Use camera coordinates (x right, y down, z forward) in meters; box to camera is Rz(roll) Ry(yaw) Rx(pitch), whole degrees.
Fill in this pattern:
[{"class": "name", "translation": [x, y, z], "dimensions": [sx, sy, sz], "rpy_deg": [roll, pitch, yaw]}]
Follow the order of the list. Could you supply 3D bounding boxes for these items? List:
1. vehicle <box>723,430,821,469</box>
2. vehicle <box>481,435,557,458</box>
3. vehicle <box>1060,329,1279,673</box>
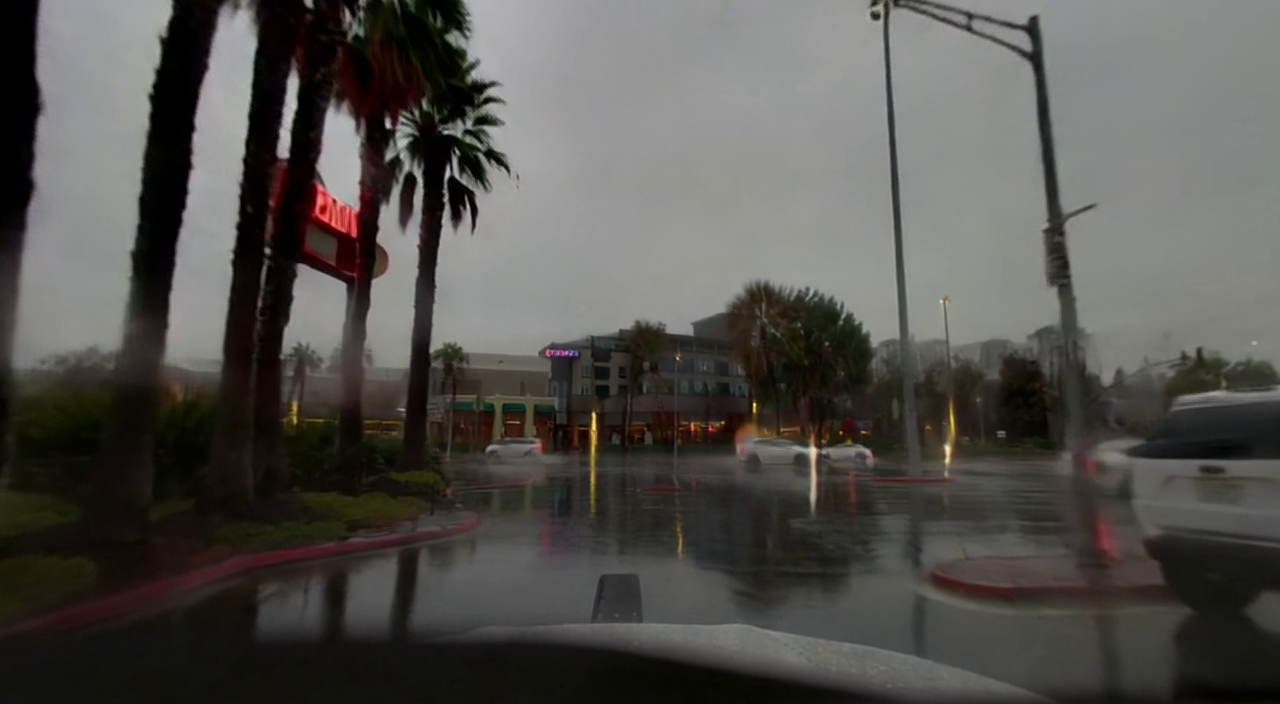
[{"class": "vehicle", "translation": [6.315, 4.723, 30.627], "dimensions": [4.211, 1.756, 2.158], "rpy_deg": [1, -8, -2]}, {"class": "vehicle", "translation": [-8.175, 6.455, 43.116], "dimensions": [4.850, 1.472, 1.777], "rpy_deg": [1, -8, -3]}, {"class": "vehicle", "translation": [5.837, 0.944, 4.261], "dimensions": [4.656, 1.886, 1.915], "rpy_deg": [1, -8, -4]}]
